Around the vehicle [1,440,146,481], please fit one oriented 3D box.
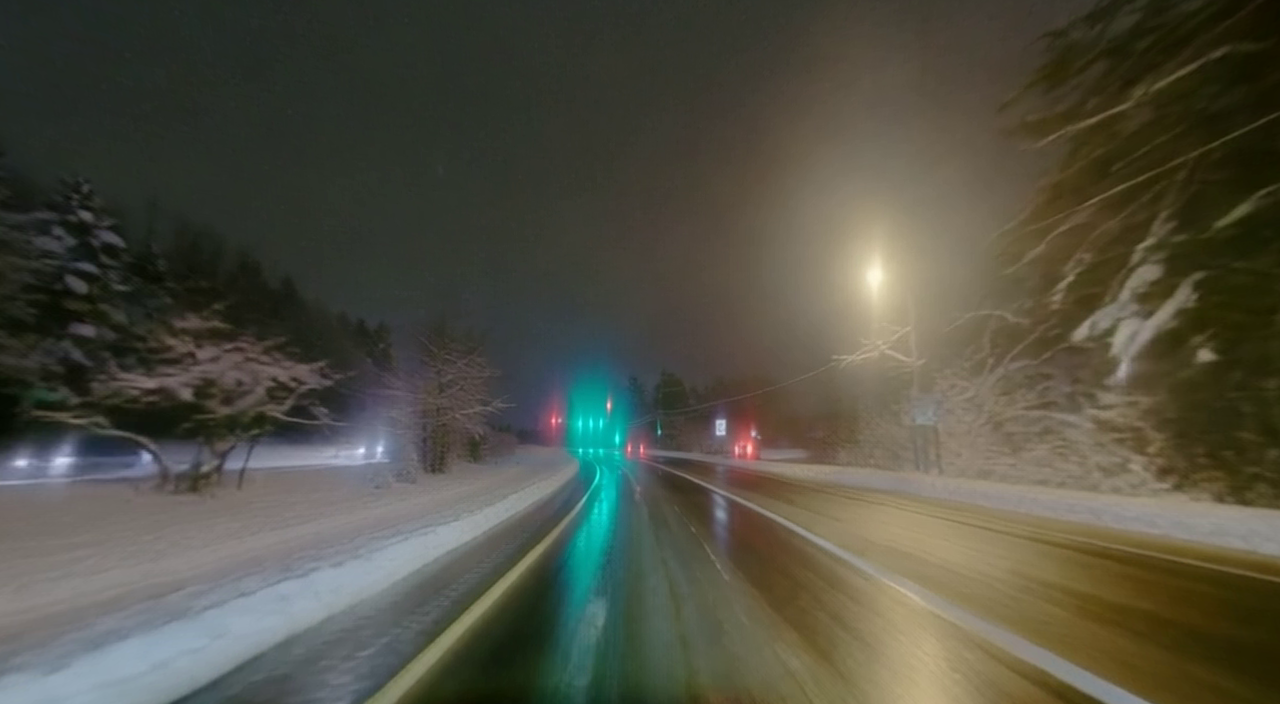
[{"bbox_3d":[-22.273,4.266,25.127,1.826,1.473,4.374,0,-9,-2],"label":"vehicle"}]
